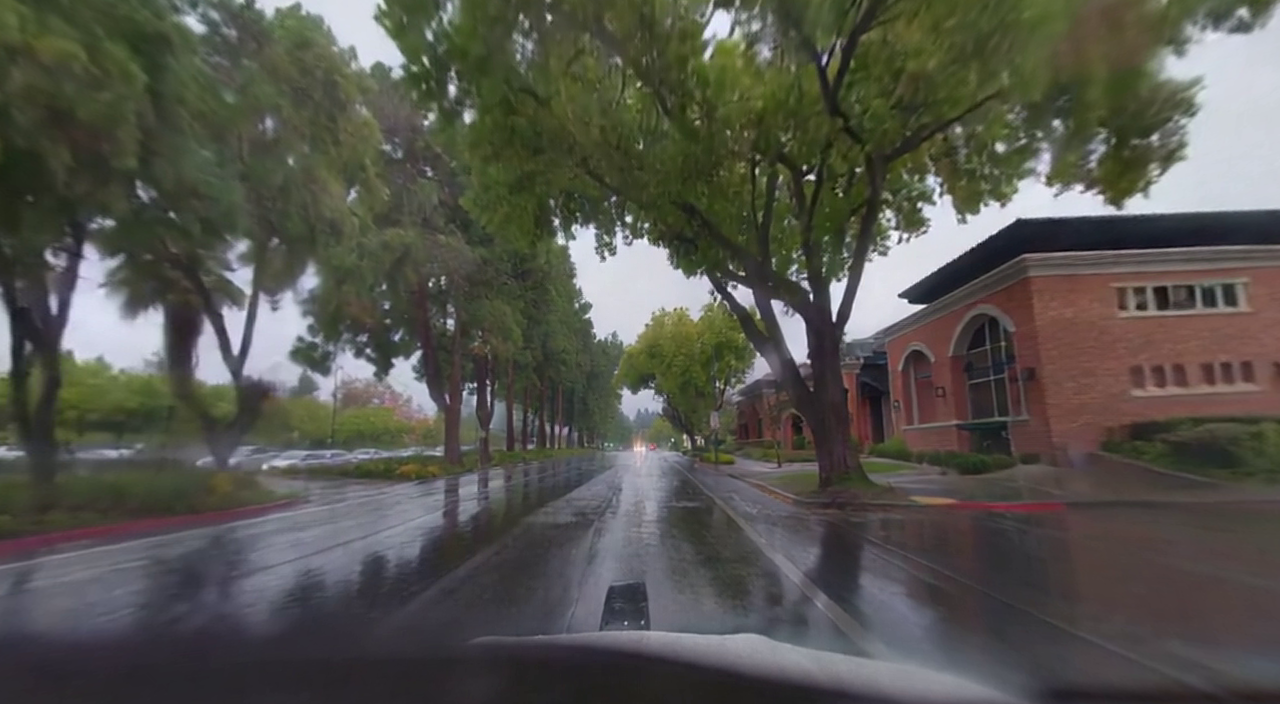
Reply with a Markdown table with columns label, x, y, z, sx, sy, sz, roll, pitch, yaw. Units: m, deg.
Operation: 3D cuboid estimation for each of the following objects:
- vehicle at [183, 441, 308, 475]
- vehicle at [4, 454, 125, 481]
| label | x | y | z | sx | sy | sz | roll | pitch | yaw |
| --- | --- | --- | --- | --- | --- | --- | --- | --- | --- |
| vehicle | -19.084 | 5.151 | 30.636 | 4.699 | 1.558 | 2.113 | 0 | -10 | 4 |
| vehicle | -32.874 | 6.587 | 36.121 | 4.704 | 1.448 | 2.199 | 0 | -9 | -2 |
